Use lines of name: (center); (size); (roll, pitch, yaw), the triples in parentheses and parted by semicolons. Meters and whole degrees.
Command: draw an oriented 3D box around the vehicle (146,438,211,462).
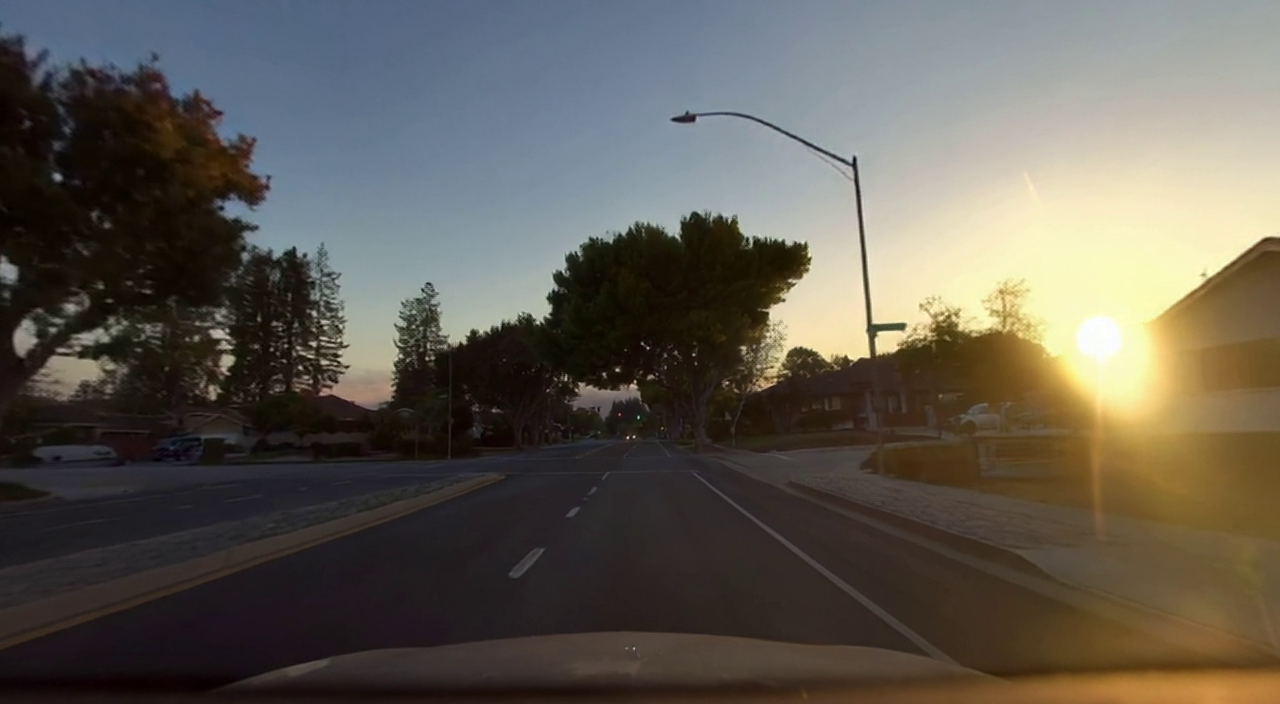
vehicle: (-29.900, 6.339, 41.081); (1.991, 1.435, 4.421); (2, -9, -17)
